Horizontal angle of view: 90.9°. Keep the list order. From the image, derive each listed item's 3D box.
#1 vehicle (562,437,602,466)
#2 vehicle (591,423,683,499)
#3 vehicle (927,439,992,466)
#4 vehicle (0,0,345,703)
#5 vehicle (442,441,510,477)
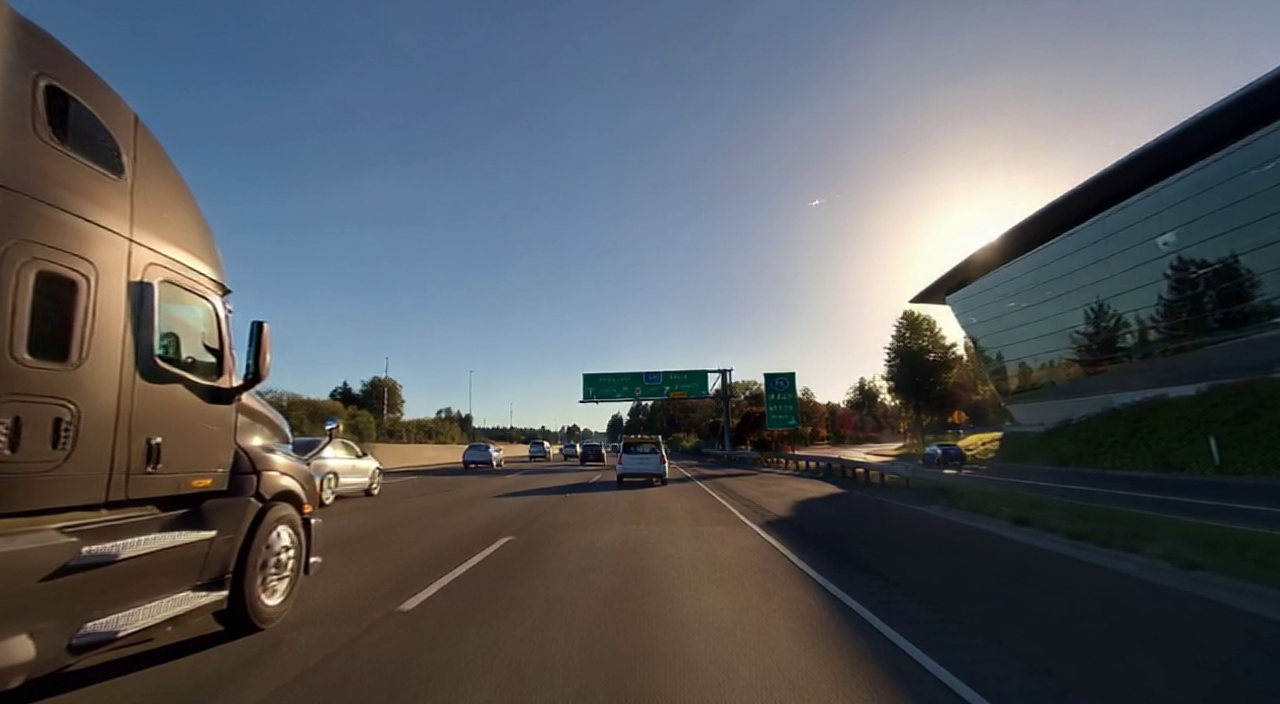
[{"bbox_3d":[-3.447,6.008,38.050,1.952,1.649,4.131,0,-9,1],"label":"vehicle"},{"bbox_3d":[-0.068,2.870,16.922,2.152,1.779,3.924,0,-9,0],"label":"vehicle"},{"bbox_3d":[18.913,5.953,37.523,1.918,1.472,4.782,-1,-9,8],"label":"vehicle"},{"bbox_3d":[-3.936,-0.556,0.378,2.990,3.885,8.540,0,-9,2],"label":"vehicle"},{"bbox_3d":[-7.268,4.777,28.410,1.869,1.466,4.217,0,-9,1],"label":"vehicle"}]
